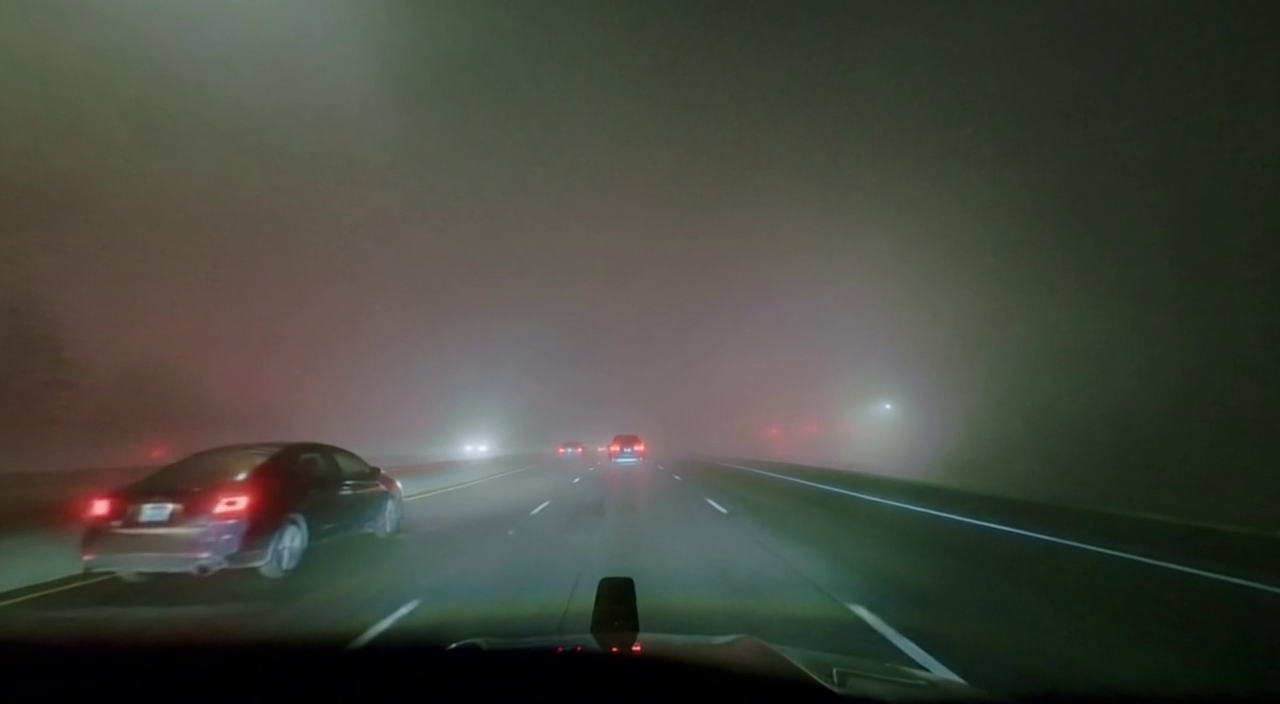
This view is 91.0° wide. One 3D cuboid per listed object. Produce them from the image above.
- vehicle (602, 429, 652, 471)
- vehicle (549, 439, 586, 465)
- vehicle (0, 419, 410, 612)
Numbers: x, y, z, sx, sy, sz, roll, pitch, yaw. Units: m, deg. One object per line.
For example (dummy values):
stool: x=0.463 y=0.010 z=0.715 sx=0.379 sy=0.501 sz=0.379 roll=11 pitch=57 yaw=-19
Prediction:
vehicle: x=-0.662 y=4.939 z=31.994 sx=2.382 sy=1.973 sz=4.439 roll=0 pitch=-8 yaw=-1
vehicle: x=-4.799 y=6.657 z=42.062 sx=2.039 sy=1.602 sz=4.317 roll=0 pitch=-8 yaw=-1
vehicle: x=-4.267 y=1.603 z=7.083 sx=1.945 sy=1.550 sz=3.780 roll=0 pitch=-8 yaw=0
